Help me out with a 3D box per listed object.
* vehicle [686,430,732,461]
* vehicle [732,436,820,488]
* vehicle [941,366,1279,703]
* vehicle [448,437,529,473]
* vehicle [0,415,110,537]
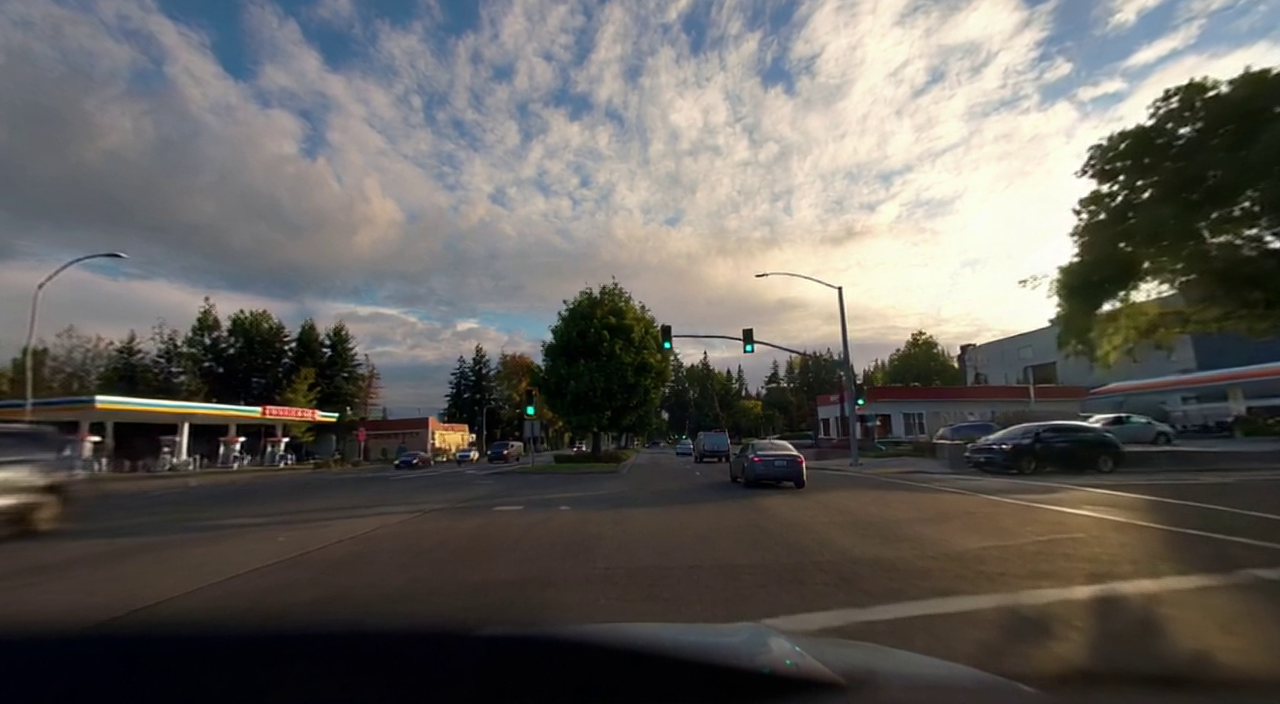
[{"bbox_3d":[4.776,6.579,44.313,2.611,1.983,5.165,0,-8,0],"label":"vehicle"},{"bbox_3d":[4.119,3.386,19.783,1.871,1.442,4.122,0,-8,0],"label":"vehicle"},{"bbox_3d":[3.819,1.006,3.546,1.875,1.665,4.931,0,-8,1],"label":"vehicle"},{"bbox_3d":[-7.673,5.264,32.532,2.842,1.476,4.980,-3,-7,1],"label":"vehicle"},{"bbox_3d":[-11.261,1.944,9.778,2.416,1.903,4.339,0,-7,-3],"label":"vehicle"}]
